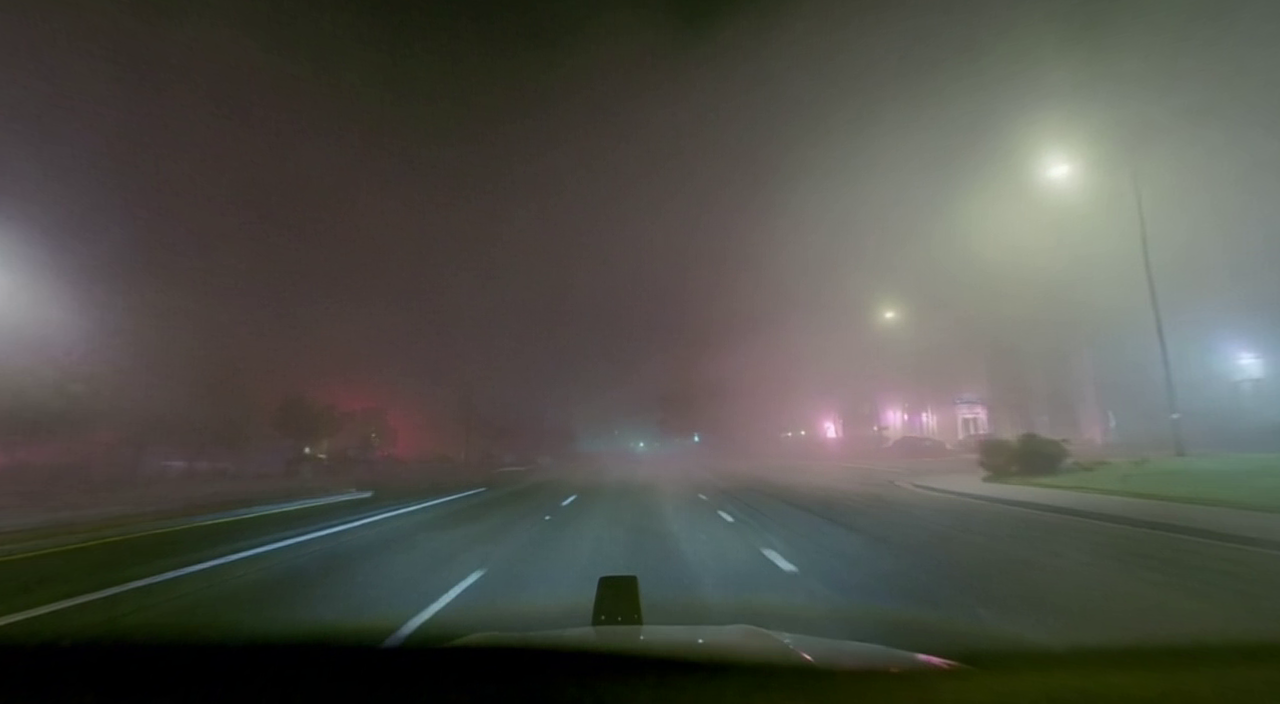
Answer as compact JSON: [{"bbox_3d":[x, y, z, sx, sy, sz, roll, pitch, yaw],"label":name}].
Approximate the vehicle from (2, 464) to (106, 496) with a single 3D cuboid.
[{"bbox_3d":[-36.060,7.844,38.818,4.515,1.593,1.827,-3,-10,-2],"label":"vehicle"}]
